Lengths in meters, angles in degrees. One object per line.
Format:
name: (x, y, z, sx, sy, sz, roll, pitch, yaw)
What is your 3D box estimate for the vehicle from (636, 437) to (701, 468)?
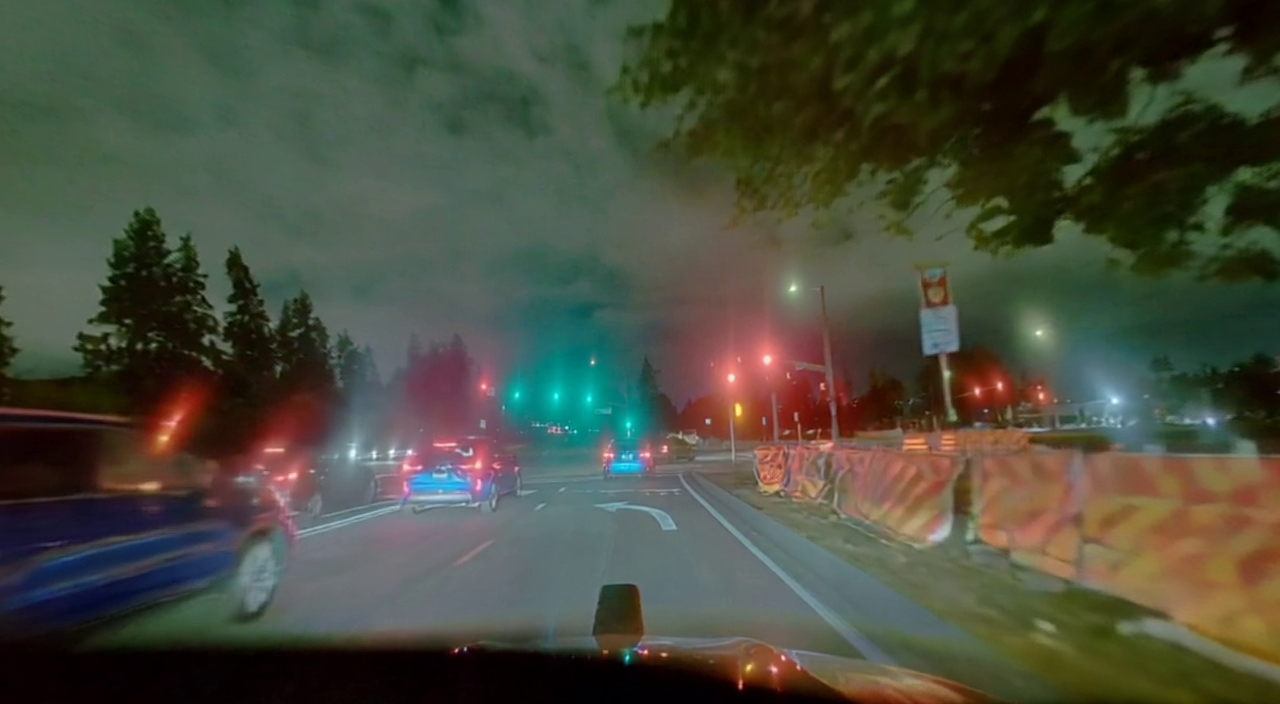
vehicle: (1.596, 5.268, 33.199, 1.873, 1.477, 4.467, -4, -9, 24)

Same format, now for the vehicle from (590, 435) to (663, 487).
vehicle: (-0.365, 3.582, 21.017, 2.183, 1.506, 4.286, 0, -9, 1)

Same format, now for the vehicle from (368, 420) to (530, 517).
vehicle: (-4.148, 2.647, 14.843, 2.240, 1.844, 5.043, 0, -9, 0)

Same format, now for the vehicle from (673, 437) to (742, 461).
vehicle: (4.506, 6.394, 41.784, 4.345, 1.480, 1.800, 5, -10, -33)

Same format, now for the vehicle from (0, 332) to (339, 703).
vehicle: (-4.014, 1.022, 3.633, 2.236, 1.886, 4.792, -3, -9, 0)
